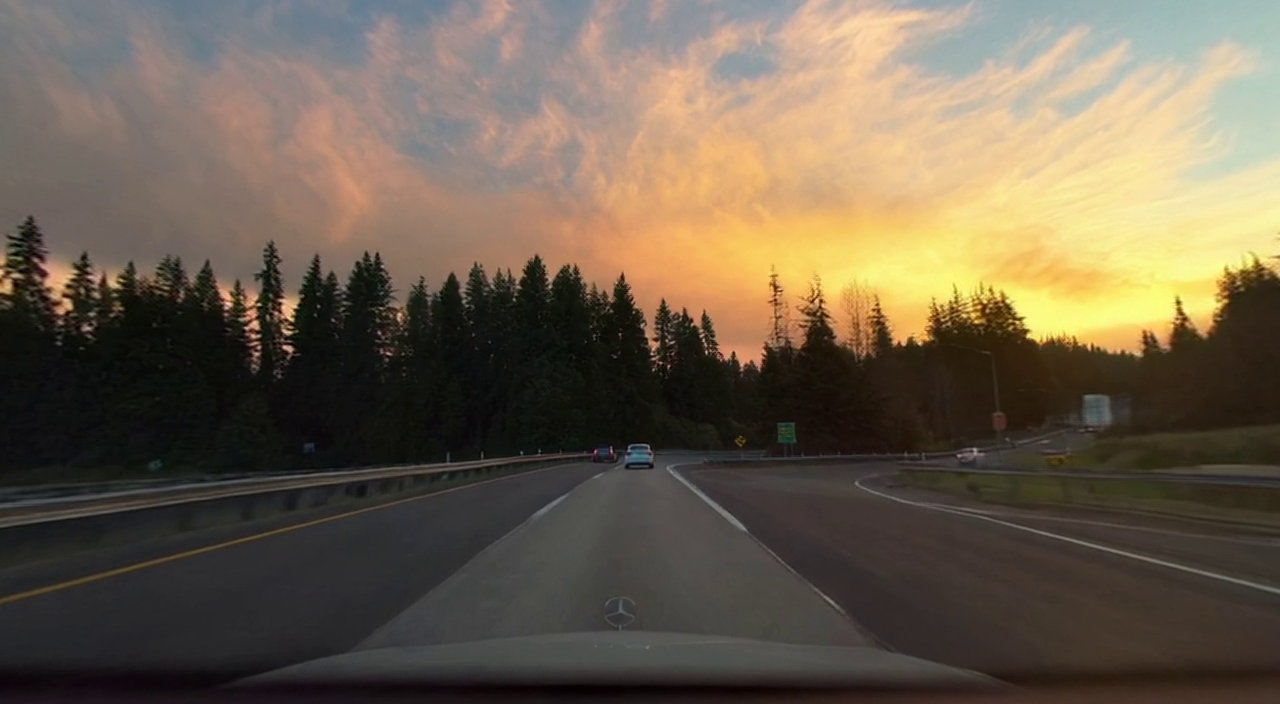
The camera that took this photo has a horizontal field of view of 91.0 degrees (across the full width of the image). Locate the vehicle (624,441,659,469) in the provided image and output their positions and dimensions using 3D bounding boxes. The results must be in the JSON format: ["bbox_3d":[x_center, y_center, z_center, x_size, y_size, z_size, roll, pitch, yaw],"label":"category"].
[{"bbox_3d":[0.066,6.426,39.540,2.130,1.684,3.826,0,-8,0],"label":"vehicle"}]
